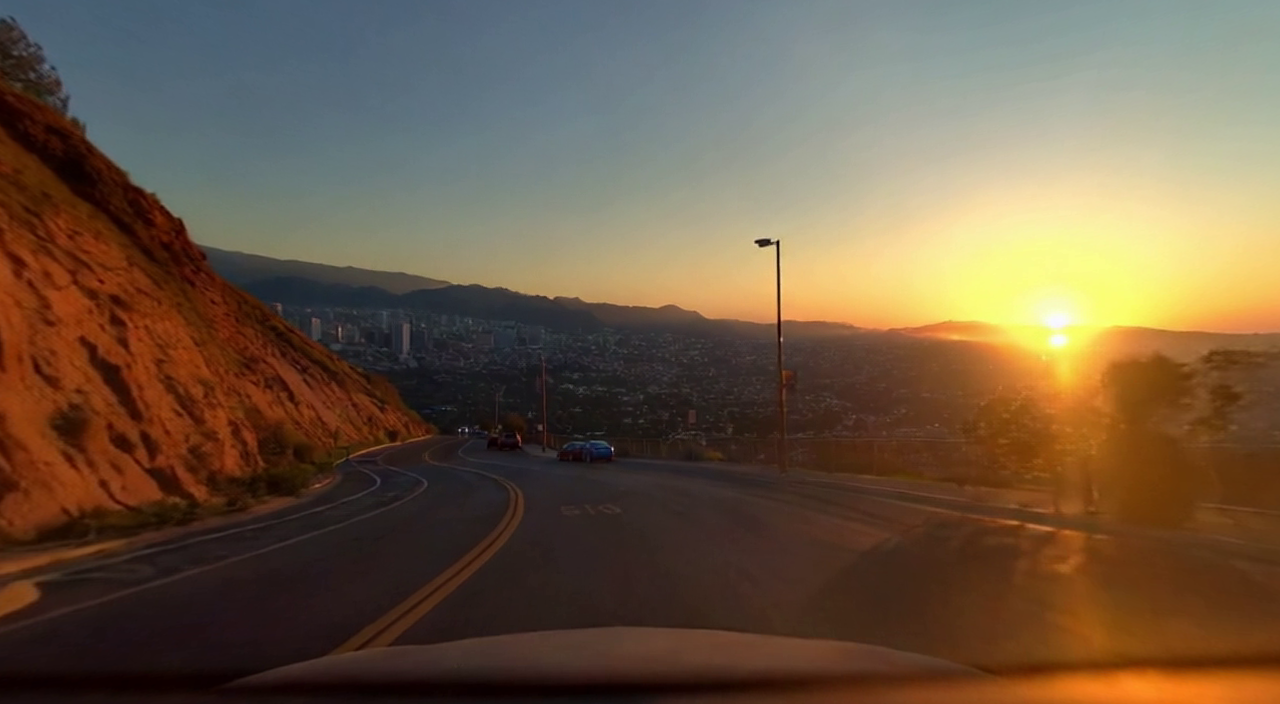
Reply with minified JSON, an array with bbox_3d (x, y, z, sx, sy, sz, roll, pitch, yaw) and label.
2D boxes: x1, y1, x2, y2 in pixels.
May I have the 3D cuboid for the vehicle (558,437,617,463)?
[{"bbox_3d":[-3.458,6.644,42.838,2.064,1.667,4.453,-4,-10,24],"label":"vehicle"}]
